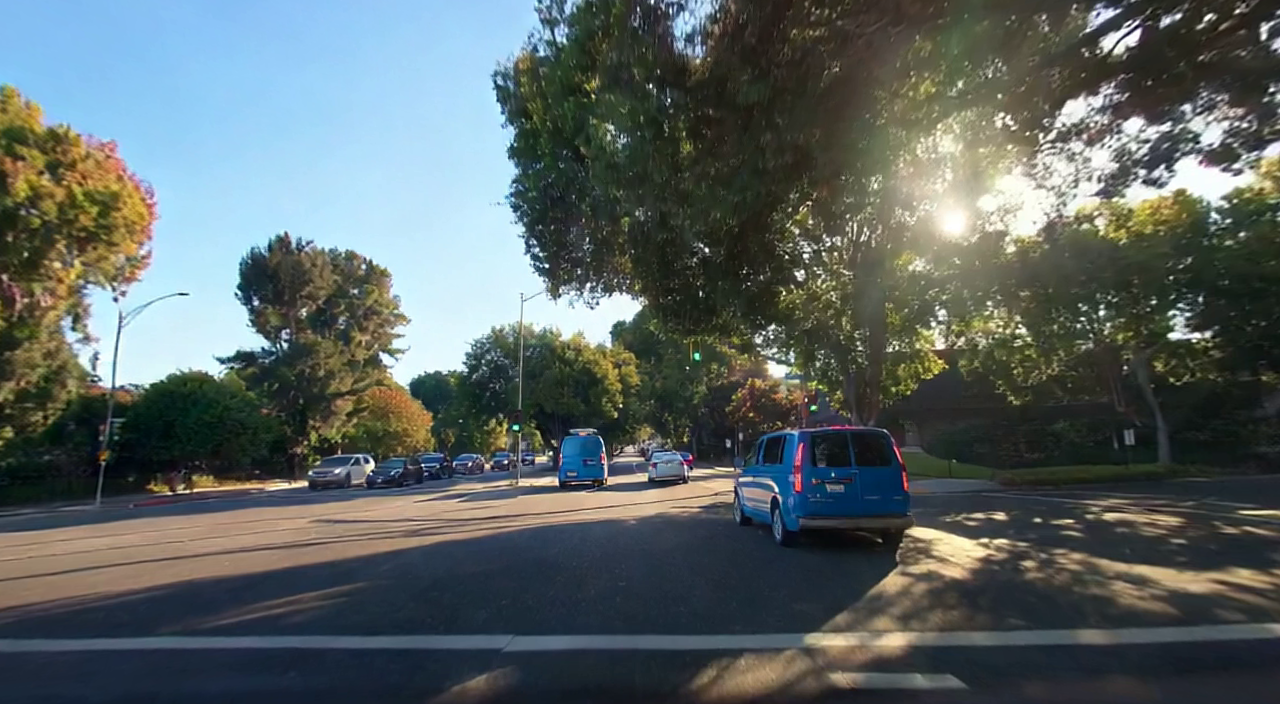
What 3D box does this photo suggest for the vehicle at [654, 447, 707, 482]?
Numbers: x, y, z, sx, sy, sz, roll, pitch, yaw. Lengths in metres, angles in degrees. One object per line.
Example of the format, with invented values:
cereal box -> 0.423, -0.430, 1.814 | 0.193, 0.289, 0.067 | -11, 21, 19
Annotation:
vehicle -> 2.018, 5.791, 32.800 | 2.248, 1.692, 4.252 | 1, -9, -4

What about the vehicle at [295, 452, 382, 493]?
vehicle -> -16.497, 6.593, 34.999 | 2.299, 2.015, 5.743 | 1, -9, -4

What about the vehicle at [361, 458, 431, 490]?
vehicle -> -12.659, 6.329, 33.085 | 2.128, 1.496, 4.432 | 1, -9, -3

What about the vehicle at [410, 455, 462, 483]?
vehicle -> -12.847, 7.374, 40.052 | 1.956, 1.625, 4.123 | 0, -9, -2

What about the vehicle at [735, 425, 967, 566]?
vehicle -> 2.869, 2.040, 9.739 | 1.965, 1.671, 4.146 | 0, -9, -3

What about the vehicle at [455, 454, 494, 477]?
vehicle -> -12.903, 8.840, 49.485 | 1.988, 1.689, 4.047 | 0, -9, -1

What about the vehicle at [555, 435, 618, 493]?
vehicle -> -2.035, 4.346, 24.821 | 2.228, 2.054, 4.309 | 1, -9, -4
